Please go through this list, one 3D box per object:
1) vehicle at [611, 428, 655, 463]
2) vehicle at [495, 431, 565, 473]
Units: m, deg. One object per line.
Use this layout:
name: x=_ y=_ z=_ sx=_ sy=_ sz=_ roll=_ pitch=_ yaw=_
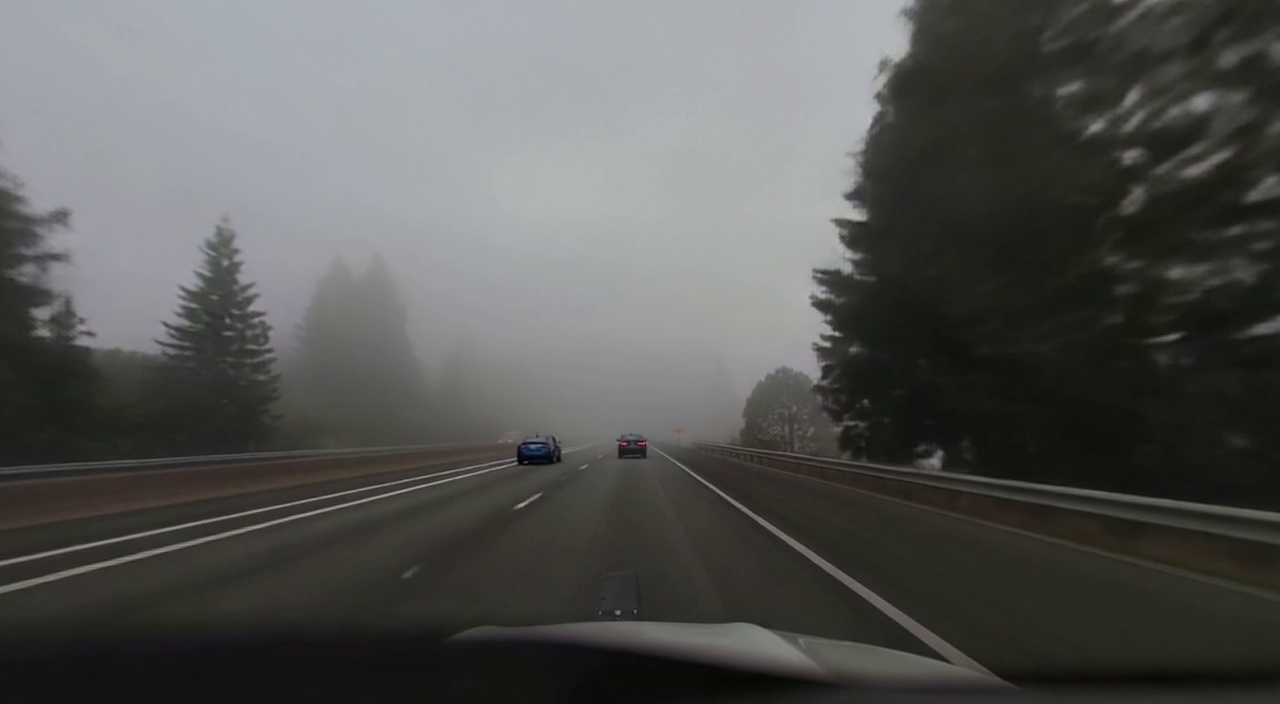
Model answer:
vehicle: x=-0.335 y=4.824 z=32.639 sx=2.134 sy=1.654 sz=4.174 roll=0 pitch=-8 yaw=0
vehicle: x=-4.256 y=3.912 z=24.986 sx=2.030 sy=1.491 sz=4.046 roll=0 pitch=-8 yaw=0
